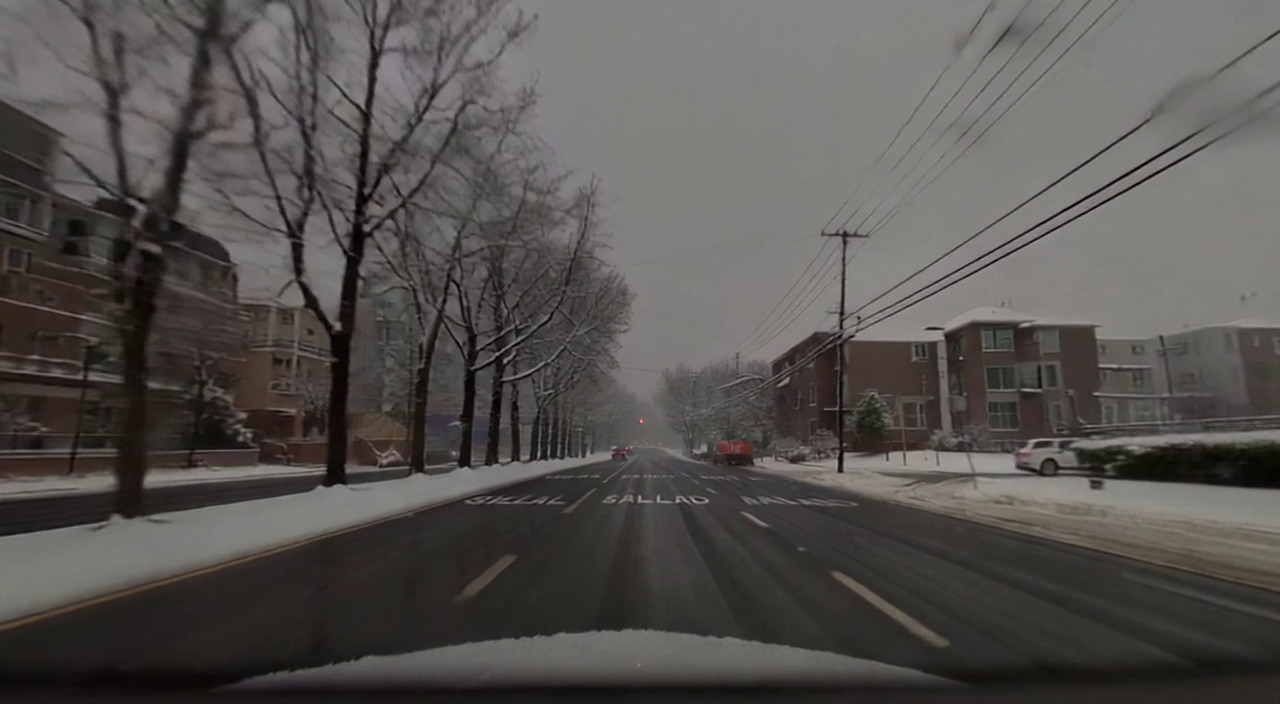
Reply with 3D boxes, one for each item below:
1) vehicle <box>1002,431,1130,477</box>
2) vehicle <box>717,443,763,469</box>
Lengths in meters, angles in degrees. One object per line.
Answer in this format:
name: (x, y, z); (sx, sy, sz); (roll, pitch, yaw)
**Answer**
vehicle: (17.682, 4.257, 26.511); (1.960, 1.725, 4.616); (0, -8, -3)
vehicle: (7.699, 8.050, 49.141); (2.747, 1.938, 4.708); (0, -8, -1)
